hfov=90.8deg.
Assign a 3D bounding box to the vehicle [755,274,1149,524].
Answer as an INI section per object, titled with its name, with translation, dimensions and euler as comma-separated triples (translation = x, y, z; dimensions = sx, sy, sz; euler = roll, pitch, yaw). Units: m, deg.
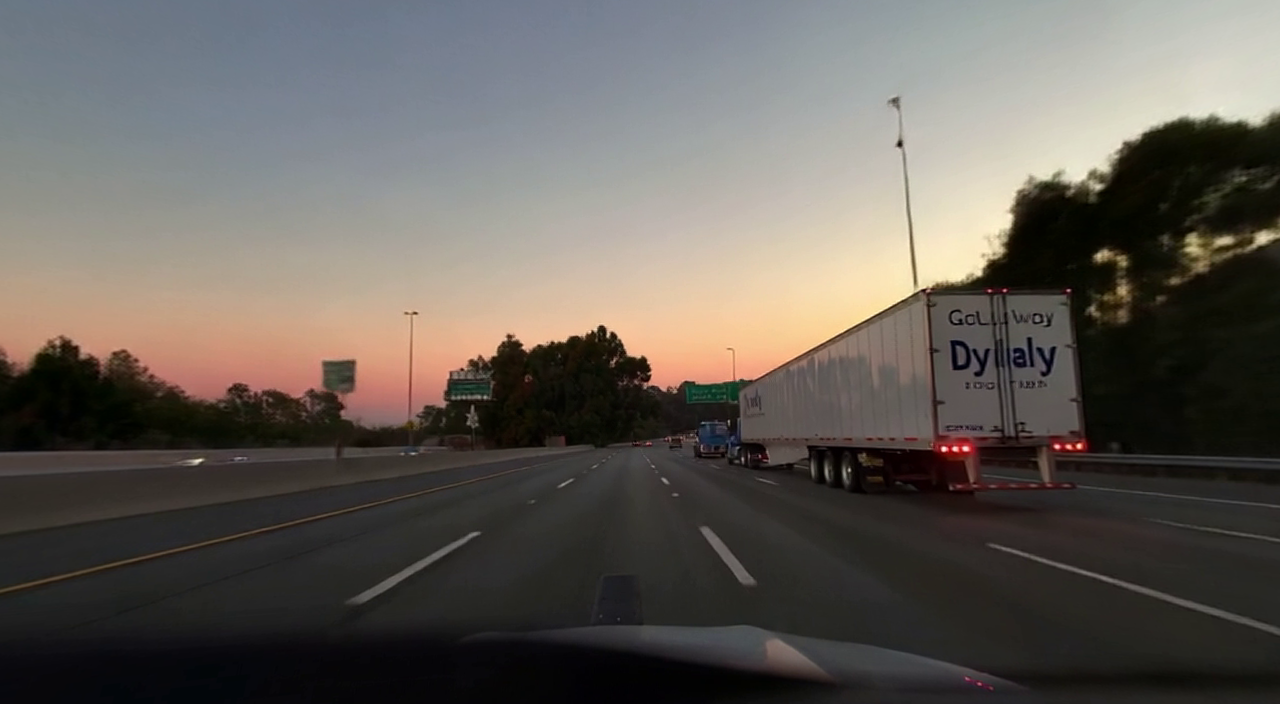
[vehicle]
translation = 6.330, 1.895, 18.075
dimensions = 2.962, 3.947, 16.241
euler = 0, -9, 0
